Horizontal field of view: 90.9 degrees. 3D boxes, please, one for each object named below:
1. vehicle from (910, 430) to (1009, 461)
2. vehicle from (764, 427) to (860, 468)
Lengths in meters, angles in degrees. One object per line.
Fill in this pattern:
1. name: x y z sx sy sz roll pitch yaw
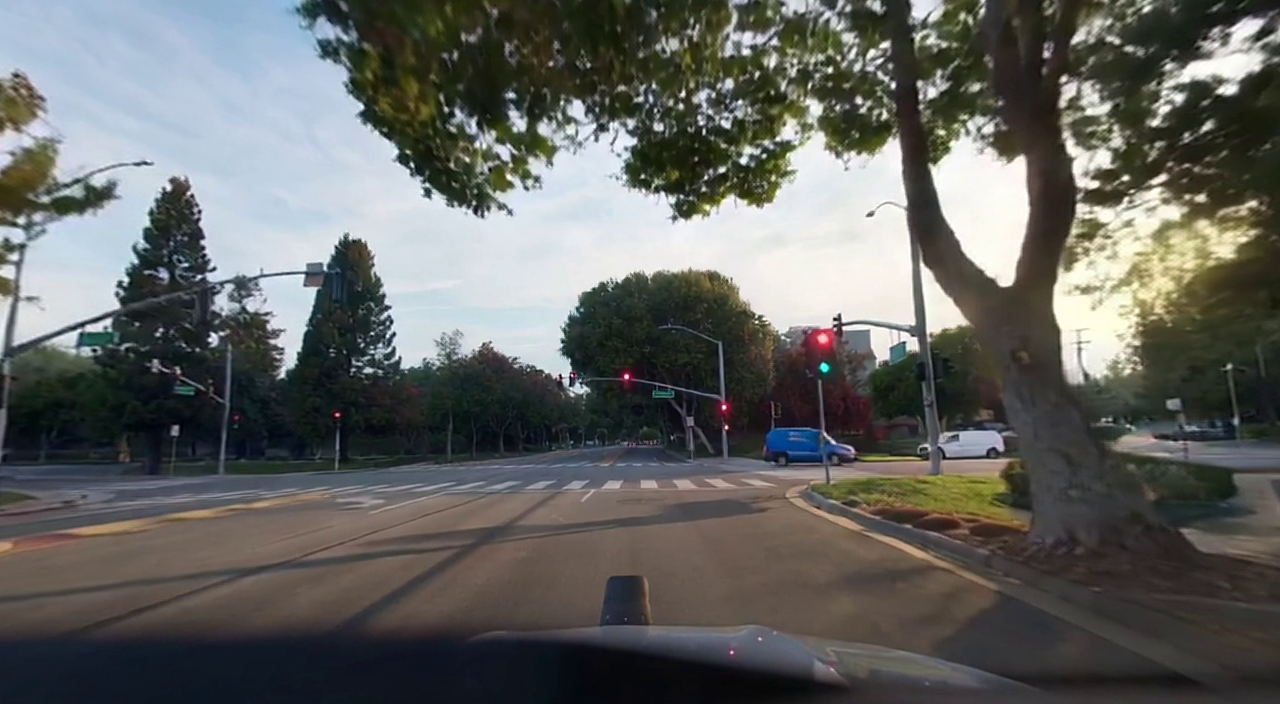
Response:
1. vehicle: 19.046 5.589 37.707 4.790 1.798 1.909 0 -8 1
2. vehicle: 8.752 4.854 32.181 4.536 1.965 1.780 -3 -9 17
